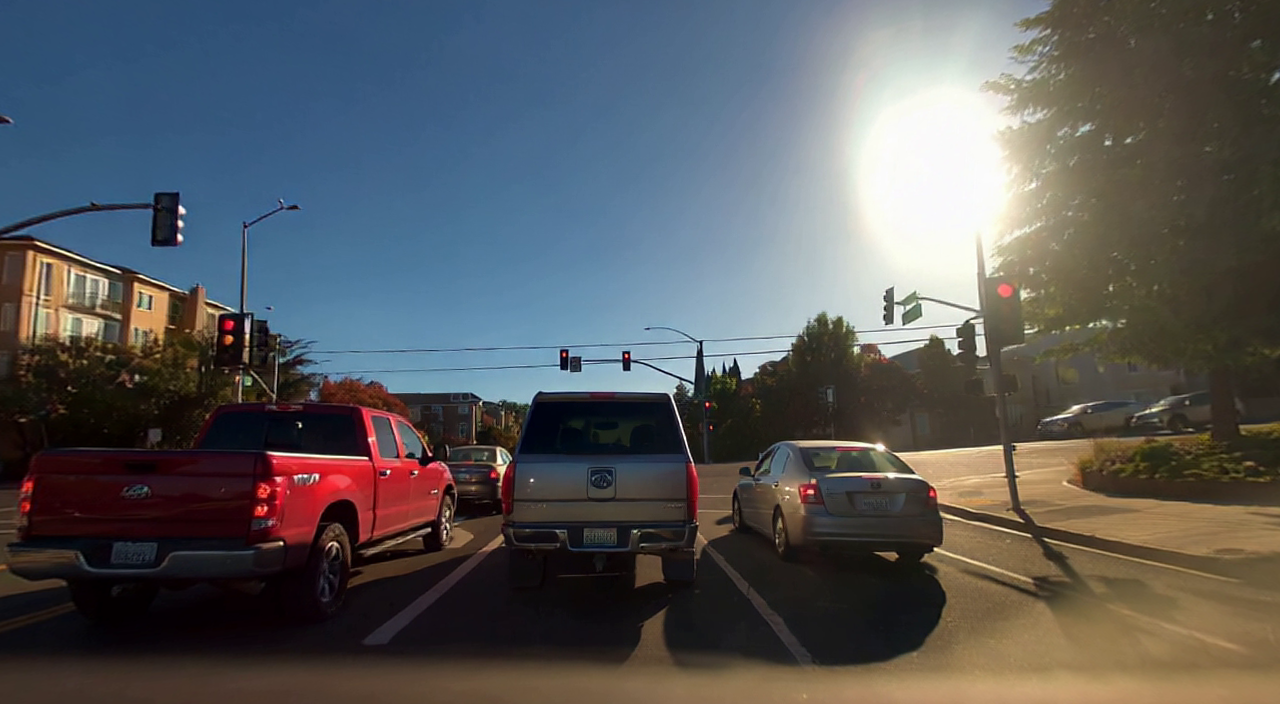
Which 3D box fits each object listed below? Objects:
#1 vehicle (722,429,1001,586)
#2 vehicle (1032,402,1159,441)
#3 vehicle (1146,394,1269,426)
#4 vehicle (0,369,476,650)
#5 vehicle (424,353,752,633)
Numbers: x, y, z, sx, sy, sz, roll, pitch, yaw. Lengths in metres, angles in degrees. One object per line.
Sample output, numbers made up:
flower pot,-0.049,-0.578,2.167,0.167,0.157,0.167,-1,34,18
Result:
vehicle,2.411,1.819,8.286,2.016,1.481,4.336,0,-9,-1
vehicle,23.297,3.603,32.472,4.721,1.866,2.188,0,-9,2
vehicle,29.267,3.034,32.688,4.540,1.543,1.803,0,-9,1
vehicle,-3.458,1.408,6.784,2.146,1.828,5.148,0,-9,-2
vehicle,-0.395,1.309,6.733,2.282,1.964,4.421,0,-9,-1
